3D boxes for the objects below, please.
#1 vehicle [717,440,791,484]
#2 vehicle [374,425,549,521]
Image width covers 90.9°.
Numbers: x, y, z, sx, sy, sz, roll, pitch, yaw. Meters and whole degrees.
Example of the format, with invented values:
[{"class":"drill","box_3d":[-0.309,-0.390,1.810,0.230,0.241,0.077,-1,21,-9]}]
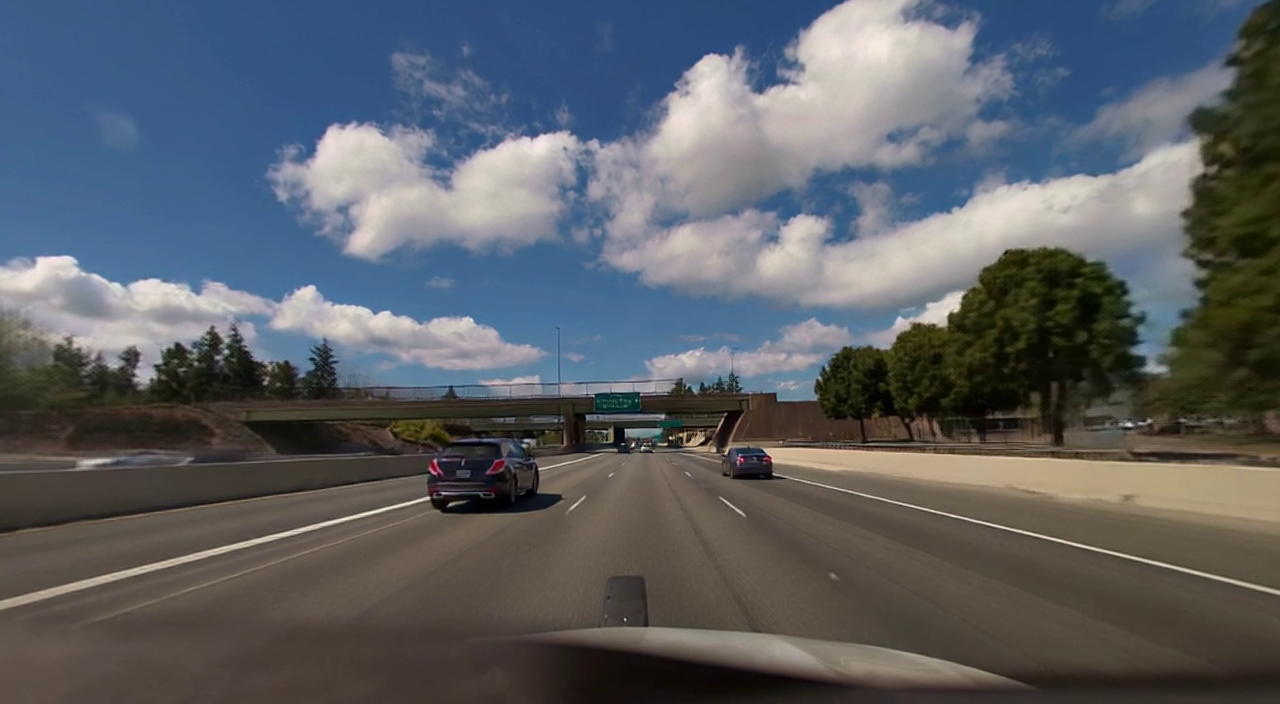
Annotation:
[{"class":"vehicle","box_3d":[4.168,4.068,23.701,1.908,1.483,4.259,0,-8,-1]},{"class":"vehicle","box_3d":[-3.559,2.537,13.816,2.259,1.706,4.924,0,-8,2]}]
